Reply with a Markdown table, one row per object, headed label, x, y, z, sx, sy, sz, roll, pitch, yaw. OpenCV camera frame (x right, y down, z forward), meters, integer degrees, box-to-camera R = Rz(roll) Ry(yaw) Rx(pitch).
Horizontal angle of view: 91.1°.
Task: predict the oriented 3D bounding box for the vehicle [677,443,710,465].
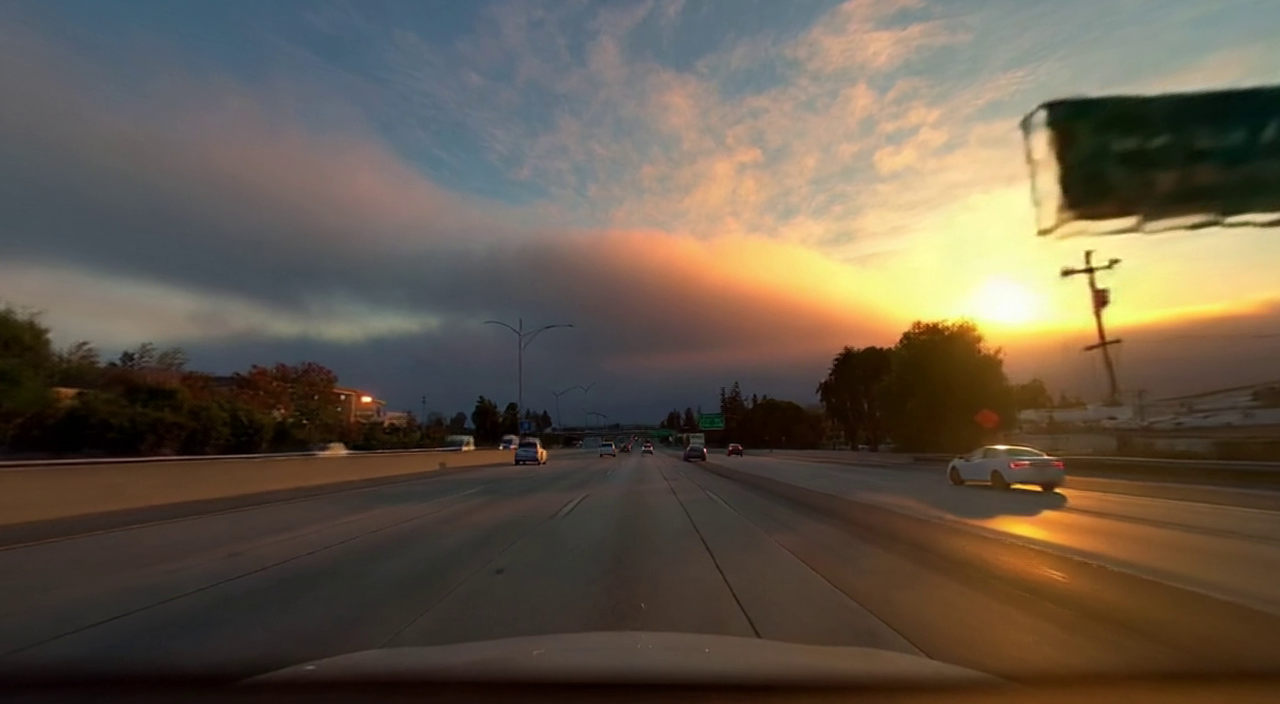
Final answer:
| label | x | y | z | sx | sy | sz | roll | pitch | yaw |
| --- | --- | --- | --- | --- | --- | --- | --- | --- | --- |
| vehicle | 3.657 | 7.025 | 43.242 | 1.950 | 1.453 | 3.378 | 0 | -9 | -1 |

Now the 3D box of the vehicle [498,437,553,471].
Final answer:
| label | x | y | z | sx | sy | sz | roll | pitch | yaw |
| --- | --- | --- | --- | --- | --- | --- | --- | --- | --- |
| vehicle | -6.300 | 5.664 | 35.066 | 2.091 | 1.746 | 4.437 | 0 | -9 | 1 |

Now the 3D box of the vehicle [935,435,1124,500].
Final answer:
| label | x | y | z | sx | sy | sz | roll | pitch | yaw |
| --- | --- | --- | --- | --- | --- | --- | --- | --- | --- |
| vehicle | 10.192 | 3.043 | 17.009 | 1.979 | 1.467 | 4.839 | 0 | -9 | -1 |

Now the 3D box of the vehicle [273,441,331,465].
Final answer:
| label | x | y | z | sx | sy | sz | roll | pitch | yaw |
| --- | --- | --- | --- | --- | --- | --- | --- | --- | --- |
| vehicle | -21.187 | 6.340 | 39.494 | 1.650 | 1.414 | 3.441 | 0 | -9 | 1 |
